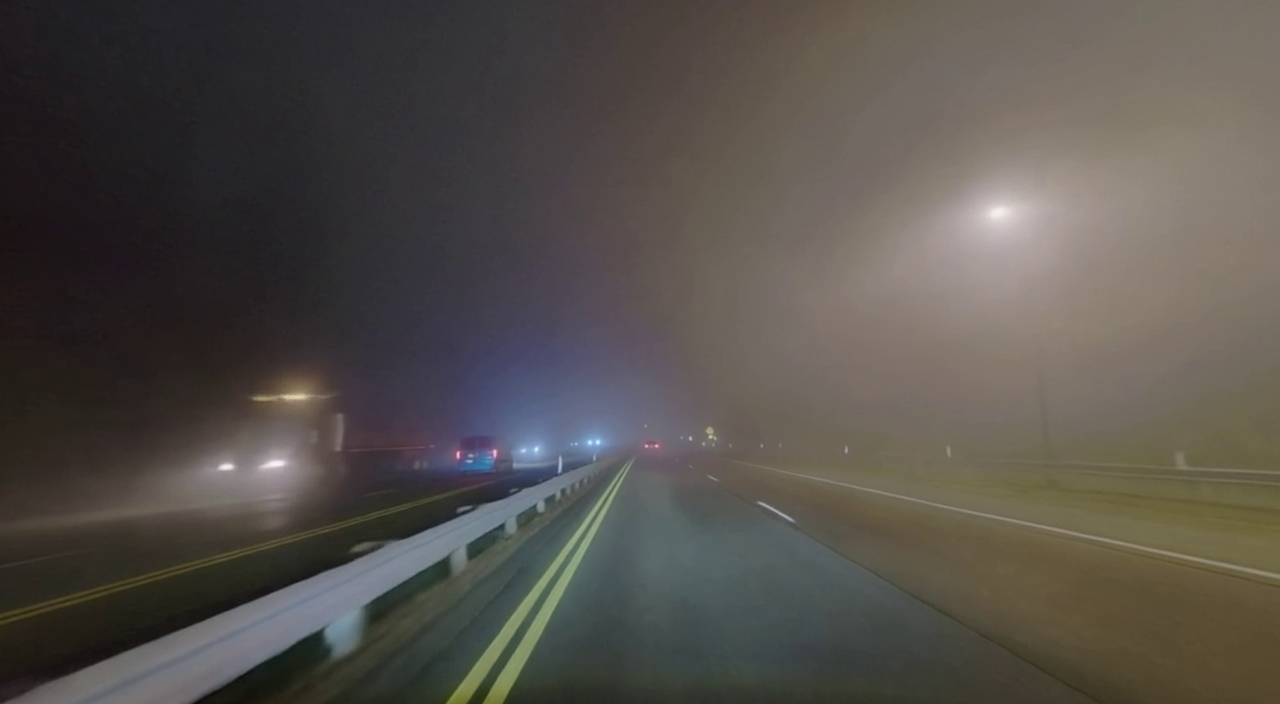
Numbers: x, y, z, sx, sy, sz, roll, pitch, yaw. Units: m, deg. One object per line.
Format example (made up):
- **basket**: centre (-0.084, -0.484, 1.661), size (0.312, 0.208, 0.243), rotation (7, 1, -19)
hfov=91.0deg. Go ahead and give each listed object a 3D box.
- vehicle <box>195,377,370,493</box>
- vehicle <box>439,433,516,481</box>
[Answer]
- **vehicle**: centre (-14.121, 3.406, 25.694), size (3.090, 4.025, 6.471), rotation (1, -8, 1)
- **vehicle**: centre (-6.944, 4.530, 27.432), size (2.068, 1.897, 4.372), rotation (0, -8, 1)
